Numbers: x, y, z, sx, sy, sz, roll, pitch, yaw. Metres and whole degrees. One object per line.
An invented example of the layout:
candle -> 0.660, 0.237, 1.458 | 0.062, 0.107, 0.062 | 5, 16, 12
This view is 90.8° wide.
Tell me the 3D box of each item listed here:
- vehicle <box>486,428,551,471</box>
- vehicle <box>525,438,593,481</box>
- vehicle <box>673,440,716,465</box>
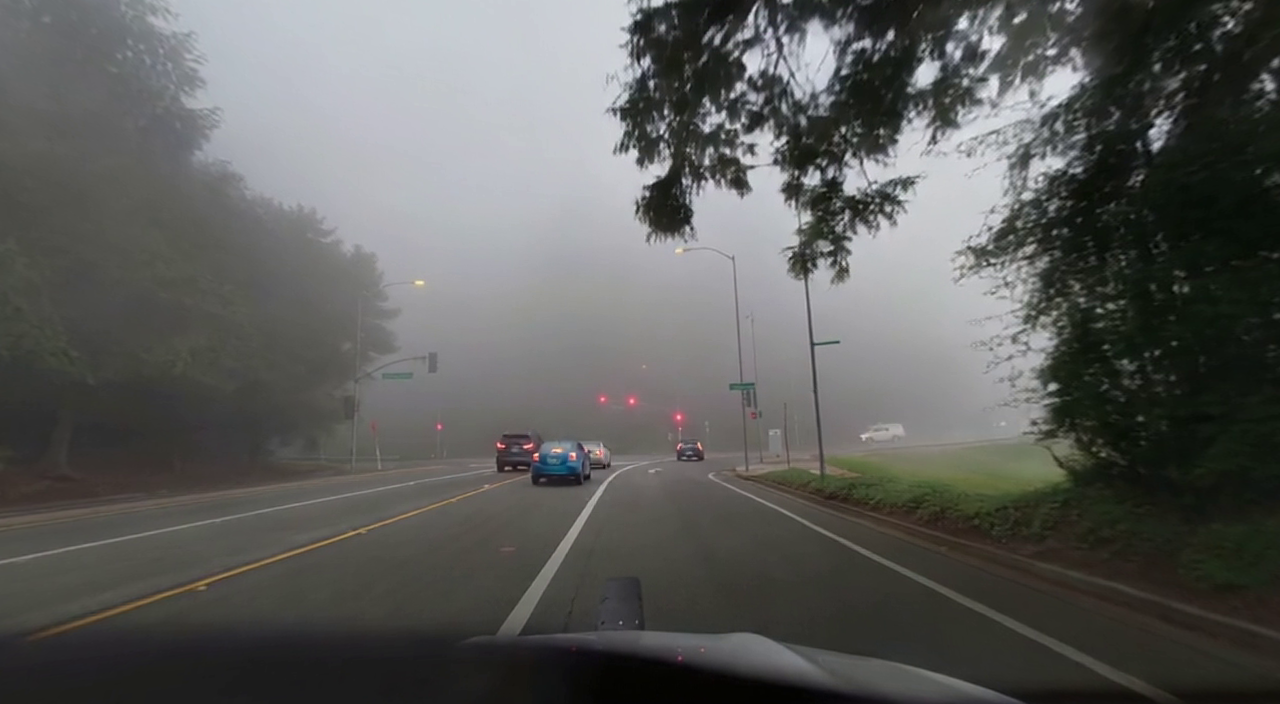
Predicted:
vehicle -> -6.161, 5.064, 32.781 | 2.390, 2.020, 5.085 | 0, -9, 0
vehicle -> -2.975, 4.049, 23.981 | 1.979, 1.492, 3.930 | 0, -9, 1
vehicle -> 3.388, 6.139, 38.638 | 1.945, 1.410, 4.284 | -2, -9, 14
